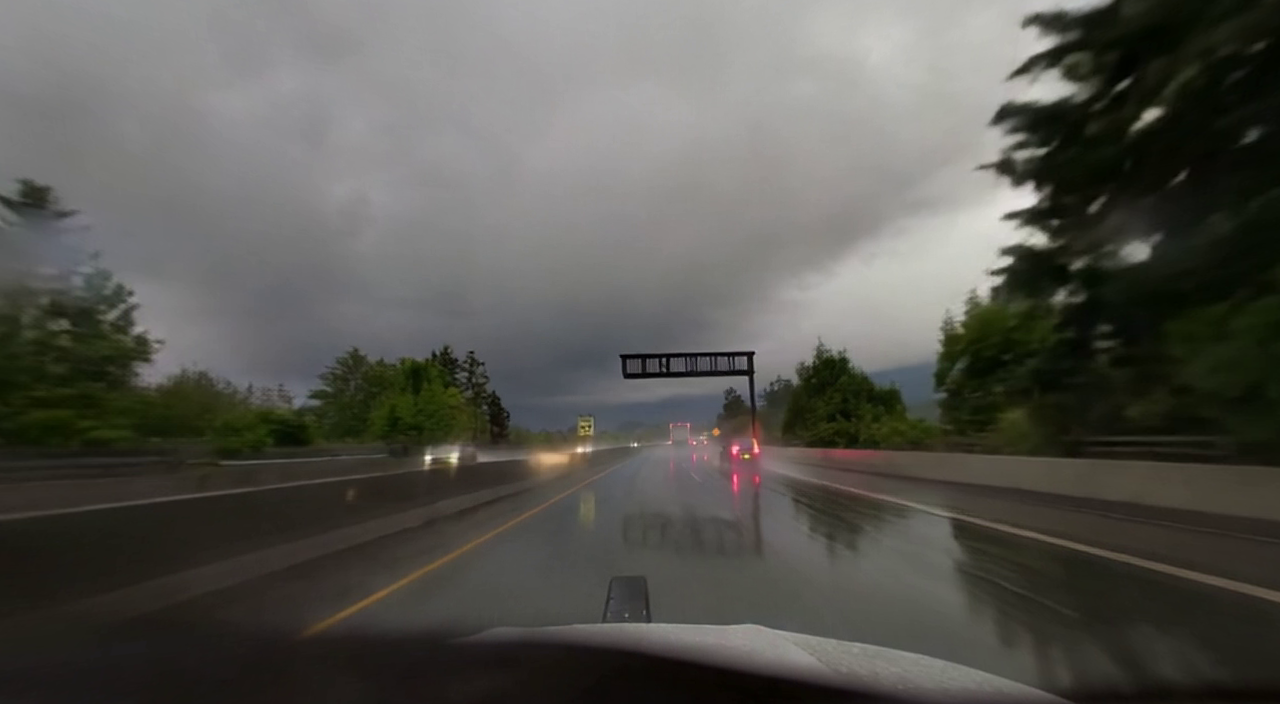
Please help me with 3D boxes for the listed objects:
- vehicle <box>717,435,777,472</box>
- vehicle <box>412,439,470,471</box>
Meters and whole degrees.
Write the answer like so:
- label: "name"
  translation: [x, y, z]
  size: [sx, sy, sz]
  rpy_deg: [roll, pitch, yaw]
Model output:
- label: "vehicle"
  translation: [4.719, 4.537, 28.339]
  size: [1.954, 1.550, 4.140]
  rpy_deg: [0, -8, 0]
- label: "vehicle"
  translation: [-11.960, 6.202, 38.091]
  size: [1.972, 1.787, 4.260]
  rpy_deg: [-1, -8, 1]
